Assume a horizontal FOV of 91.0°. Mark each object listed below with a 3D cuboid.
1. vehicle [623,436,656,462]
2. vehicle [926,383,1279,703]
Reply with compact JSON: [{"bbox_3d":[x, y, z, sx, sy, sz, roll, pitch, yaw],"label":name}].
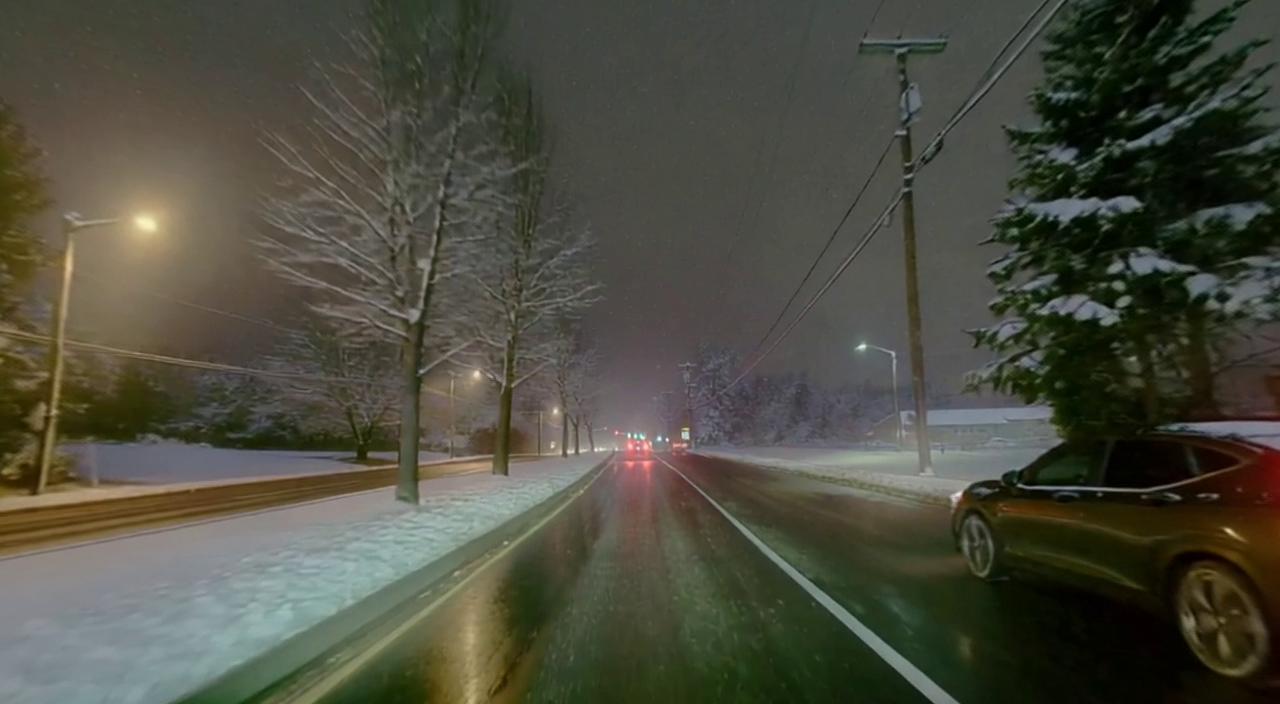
[{"bbox_3d":[-0.089,7.049,45.635,2.189,1.776,4.342,0,-9,-2],"label":"vehicle"},{"bbox_3d":[4.254,1.142,4.299,2.235,1.597,4.918,0,-9,-1],"label":"vehicle"}]
